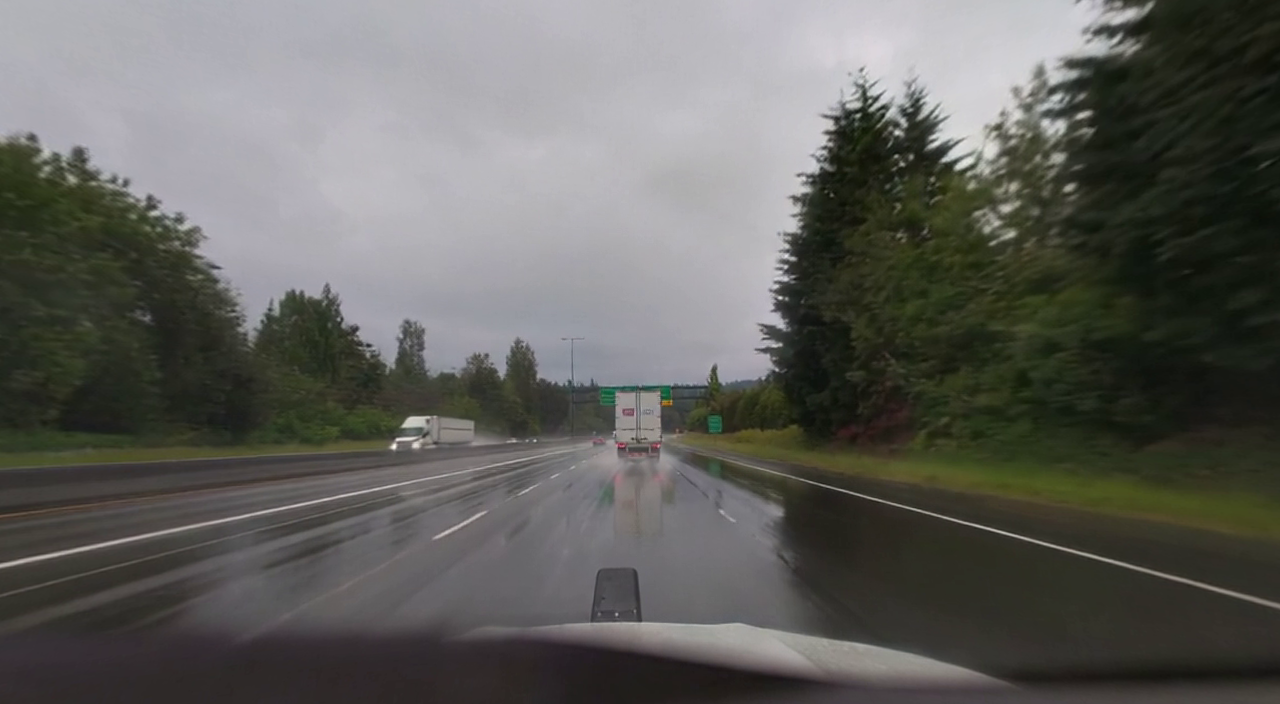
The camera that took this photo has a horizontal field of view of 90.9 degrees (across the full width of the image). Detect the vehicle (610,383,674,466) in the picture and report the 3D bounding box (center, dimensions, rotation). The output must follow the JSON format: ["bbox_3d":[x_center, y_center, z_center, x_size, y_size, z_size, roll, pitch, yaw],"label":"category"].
[{"bbox_3d":[-0.005,3.829,32.589,2.855,3.741,8.587,0,-8,-1],"label":"vehicle"}]
